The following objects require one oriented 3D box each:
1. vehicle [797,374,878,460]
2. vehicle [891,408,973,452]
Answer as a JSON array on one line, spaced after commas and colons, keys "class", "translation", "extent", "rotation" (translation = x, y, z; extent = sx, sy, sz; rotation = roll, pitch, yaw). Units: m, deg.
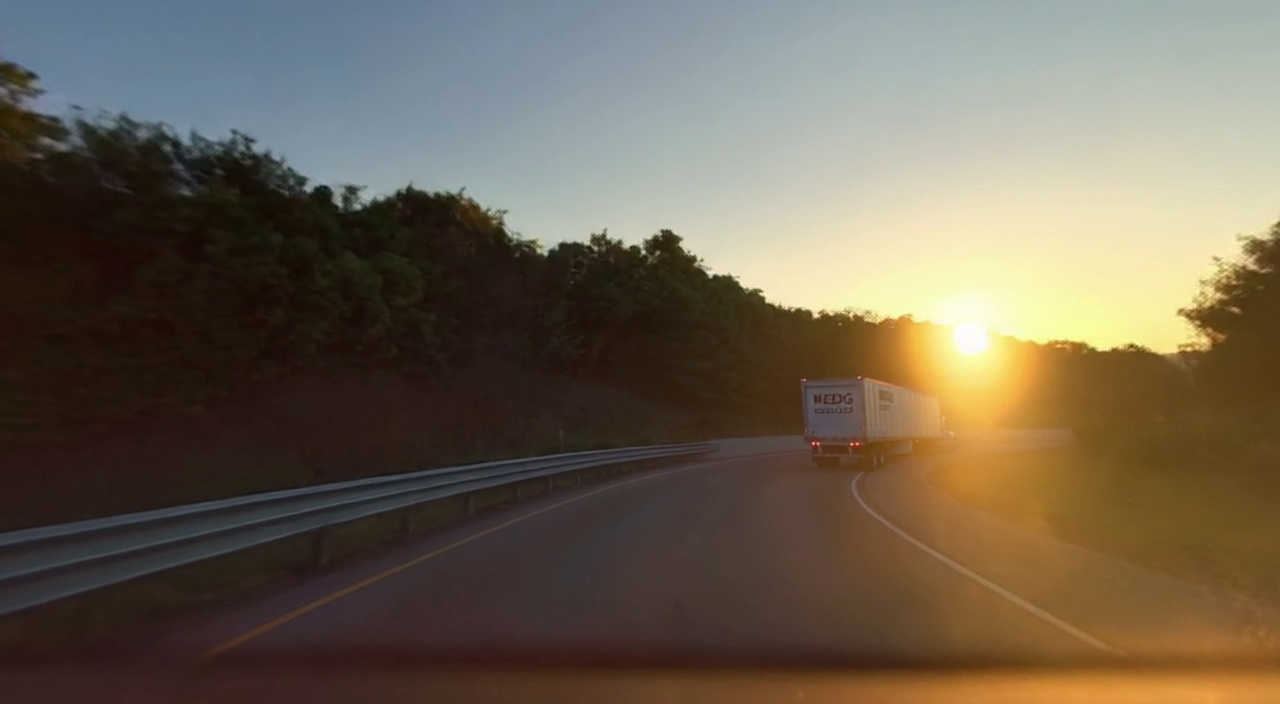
[{"class": "vehicle", "translation": [9.363, 3.121, 29.714], "extent": [2.963, 3.771, 3.137], "rotation": [-4, -9, 28]}, {"class": "vehicle", "translation": [18.154, 4.841, 38.848], "extent": [6.650, 2.524, 2.120], "rotation": [7, -10, -43]}]
